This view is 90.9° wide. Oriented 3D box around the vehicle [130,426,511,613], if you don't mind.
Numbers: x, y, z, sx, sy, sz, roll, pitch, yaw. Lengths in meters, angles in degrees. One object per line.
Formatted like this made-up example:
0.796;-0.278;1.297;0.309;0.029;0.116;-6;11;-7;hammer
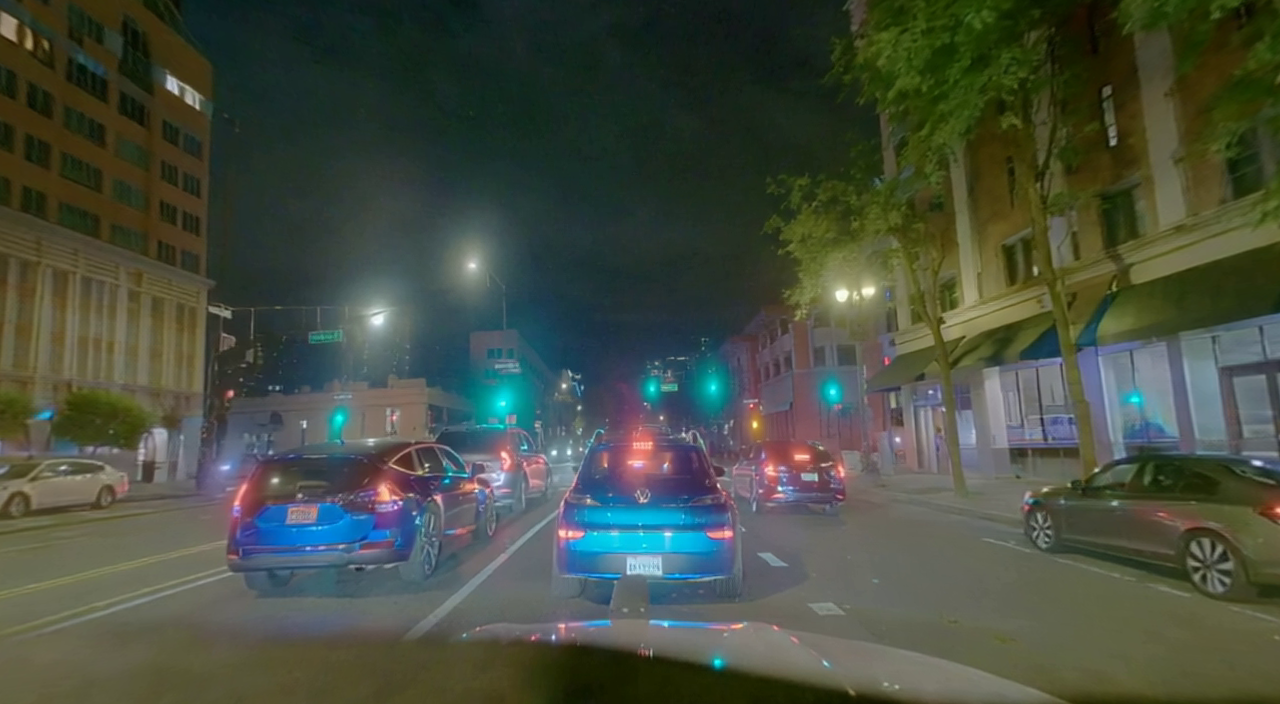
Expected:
-3.003;1.665;7.180;2.131;1.486;4.089;0;-9;1;vehicle

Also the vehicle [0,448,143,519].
-16.226;3.446;17.014;1.914;1.690;4.461;0;-9;1;vehicle

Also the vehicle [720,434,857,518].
3.009;2.610;13.735;2.018;1.529;3.880;0;-9;0;vehicle

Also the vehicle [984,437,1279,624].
5.975;1.692;6.875;1.873;1.453;4.579;0;-9;0;vehicle

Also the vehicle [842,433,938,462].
16.375;6.270;41.517;5.345;1.811;2.175;0;-9;-1;vehicle

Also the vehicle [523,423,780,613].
0.093;1.588;6.834;2.022;1.481;3.564;0;-9;0;vehicle
